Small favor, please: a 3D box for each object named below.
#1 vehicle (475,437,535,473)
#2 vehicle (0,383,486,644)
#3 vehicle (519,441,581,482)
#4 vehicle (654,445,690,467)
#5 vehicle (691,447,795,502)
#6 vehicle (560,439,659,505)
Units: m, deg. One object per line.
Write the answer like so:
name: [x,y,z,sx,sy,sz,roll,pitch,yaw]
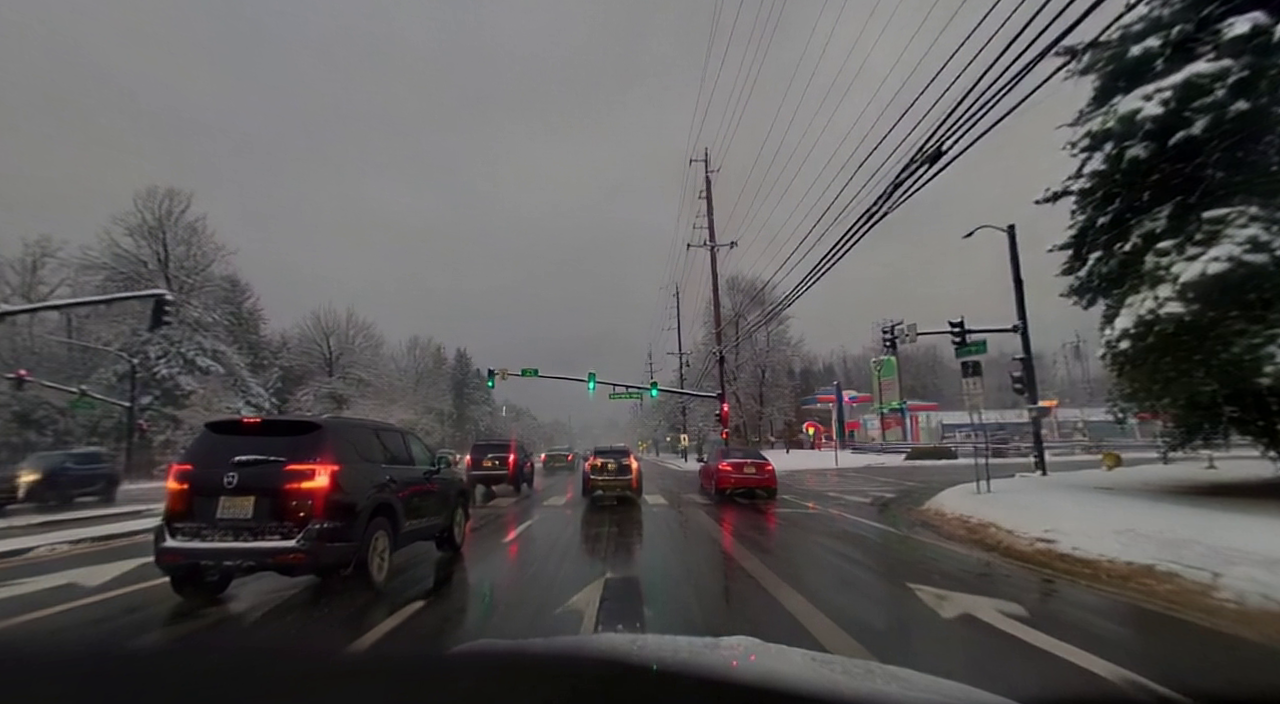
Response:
vehicle: [-7.760,5.986,36.908,2.385,1.918,5.056,0,-8,0]
vehicle: [-3.079,1.354,6.341,1.922,1.642,4.547,0,-8,0]
vehicle: [-3.580,4.442,25.979,1.953,1.530,4.335,0,-8,0]
vehicle: [2.176,7.245,44.176,2.069,1.464,4.599,0,-8,-2]
vehicle: [2.681,3.301,17.559,2.065,1.302,4.416,0,-8,-1]
vehicle: [-0.734,2.985,16.141,2.189,1.437,4.135,0,-8,-2]
